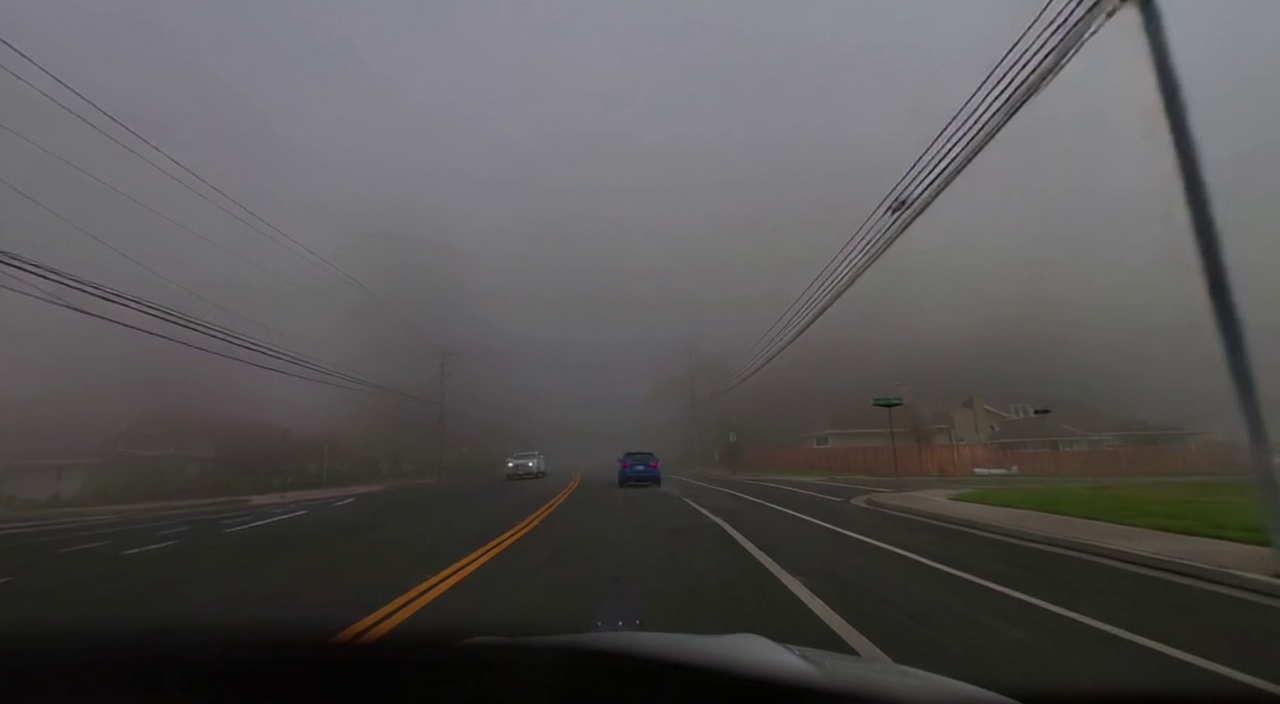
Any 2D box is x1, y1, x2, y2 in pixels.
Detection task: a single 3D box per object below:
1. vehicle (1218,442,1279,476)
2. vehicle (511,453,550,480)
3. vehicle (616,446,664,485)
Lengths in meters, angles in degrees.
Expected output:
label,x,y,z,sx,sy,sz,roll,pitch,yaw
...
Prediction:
label,x,y,z,sx,sy,sz,roll,pitch,yaw
vehicle,36.040,6.046,35.892,4.461,1.828,2.165,1,-8,-6
vehicle,-7.515,7.908,43.808,2.046,1.730,4.310,0,-8,-1
vehicle,-0.062,5.292,29.841,2.139,1.699,3.916,0,-8,-2
